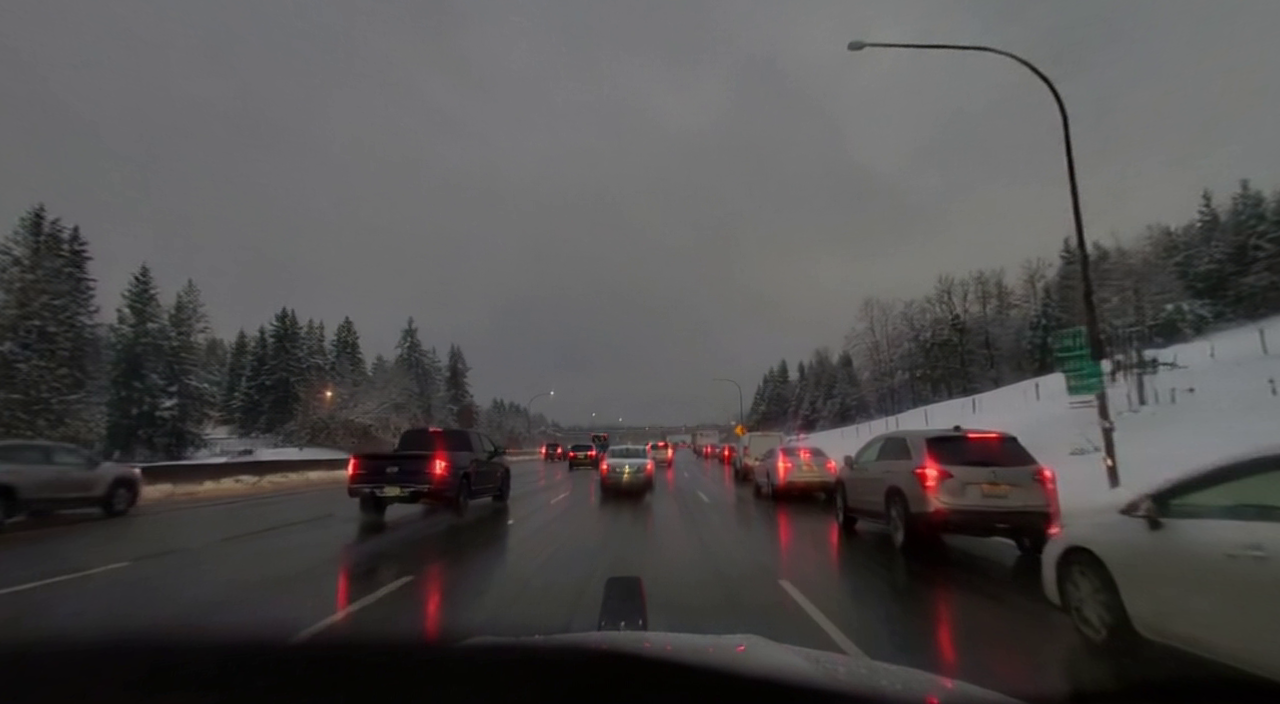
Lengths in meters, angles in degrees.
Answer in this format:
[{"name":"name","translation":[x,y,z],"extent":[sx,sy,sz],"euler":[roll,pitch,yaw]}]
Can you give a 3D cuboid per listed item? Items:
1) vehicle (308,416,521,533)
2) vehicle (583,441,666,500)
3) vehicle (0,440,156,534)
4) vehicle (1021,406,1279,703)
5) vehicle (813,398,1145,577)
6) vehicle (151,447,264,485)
[{"name":"vehicle","translation":[-4.040,2.316,12.651],"extent":[2.110,1.811,5.585],"euler":[0,-8,1]},{"name":"vehicle","translation":[-0.353,3.243,17.736],"extent":[2.070,1.456,4.029],"euler":[0,-8,1]},{"name":"vehicle","translation":[-11.285,2.301,10.986],"extent":[1.907,1.508,4.608],"euler":[0,-8,2]},{"name":"vehicle","translation":[3.762,0.923,2.364],"extent":[1.940,1.475,4.328],"euler":[0,-8,0]},{"name":"vehicle","translation":[4.030,1.698,8.693],"extent":[2.003,1.778,4.658],"euler":[0,-8,1]},{"name":"vehicle","translation":[-18.696,4.909,27.531],"extent":[1.813,1.478,4.228],"euler":[0,-8,3]}]
